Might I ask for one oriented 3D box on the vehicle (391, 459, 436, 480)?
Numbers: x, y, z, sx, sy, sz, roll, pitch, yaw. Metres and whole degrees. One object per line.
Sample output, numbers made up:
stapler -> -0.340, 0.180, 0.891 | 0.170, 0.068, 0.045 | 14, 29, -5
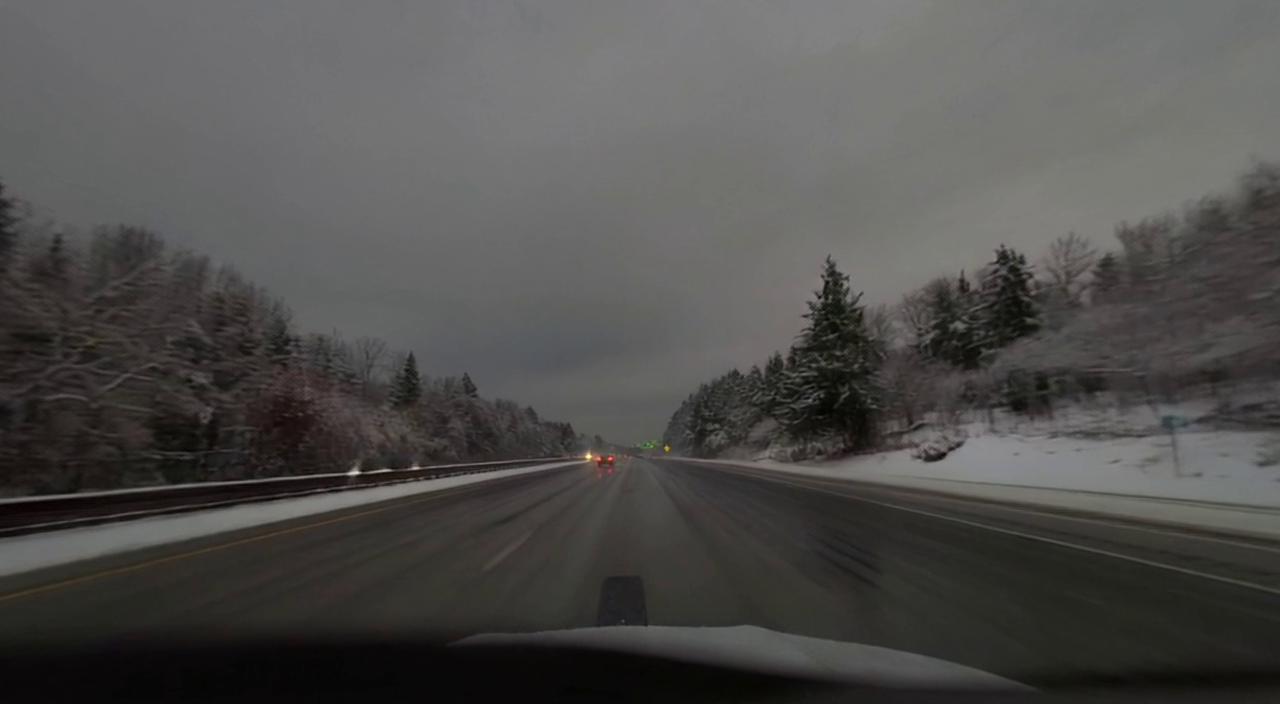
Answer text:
vehicle -> -16.512, 8.587, 46.083 | 1.769, 1.419, 3.896 | 0, -9, 0

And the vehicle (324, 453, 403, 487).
vehicle -> -12.167, 5.185, 28.011 | 1.768, 1.375, 3.927 | 0, -9, 0
